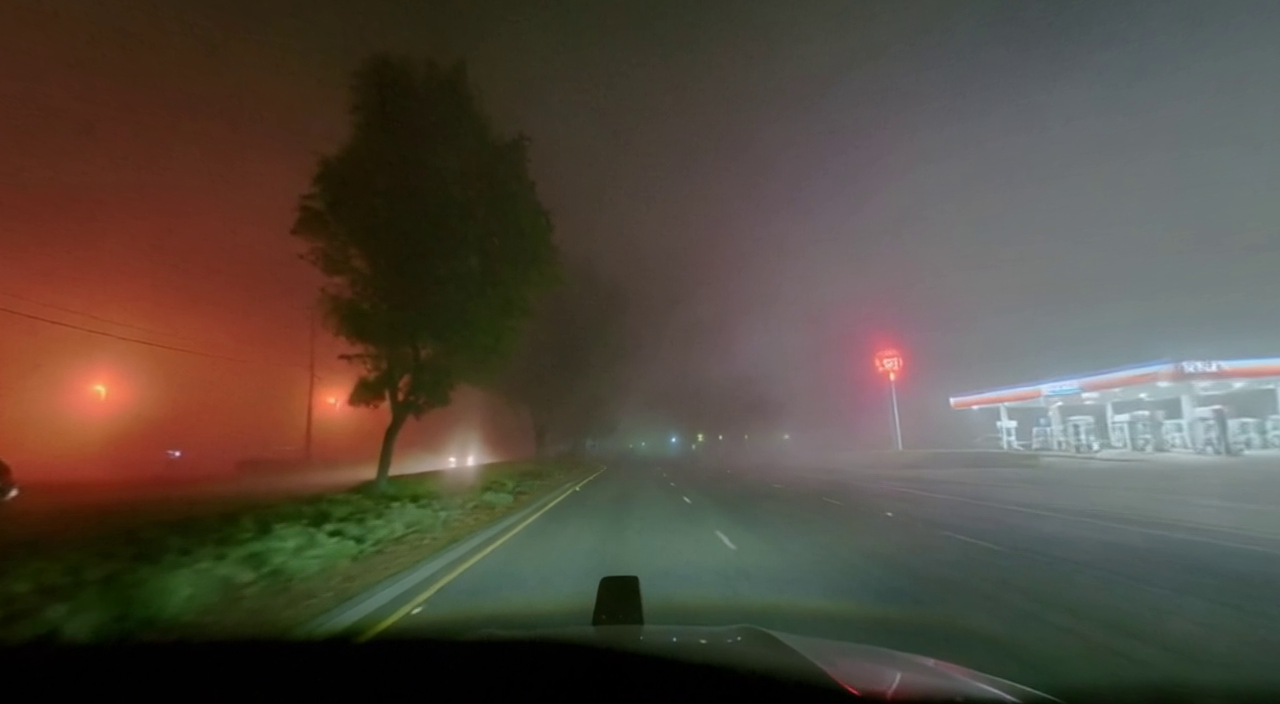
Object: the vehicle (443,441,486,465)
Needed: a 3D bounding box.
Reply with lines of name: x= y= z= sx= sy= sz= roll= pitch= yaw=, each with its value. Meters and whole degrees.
vehicle: x=-12.373 y=7.200 z=44.902 sx=1.861 sy=1.616 sz=4.077 roll=0 pitch=-9 yaw=0
